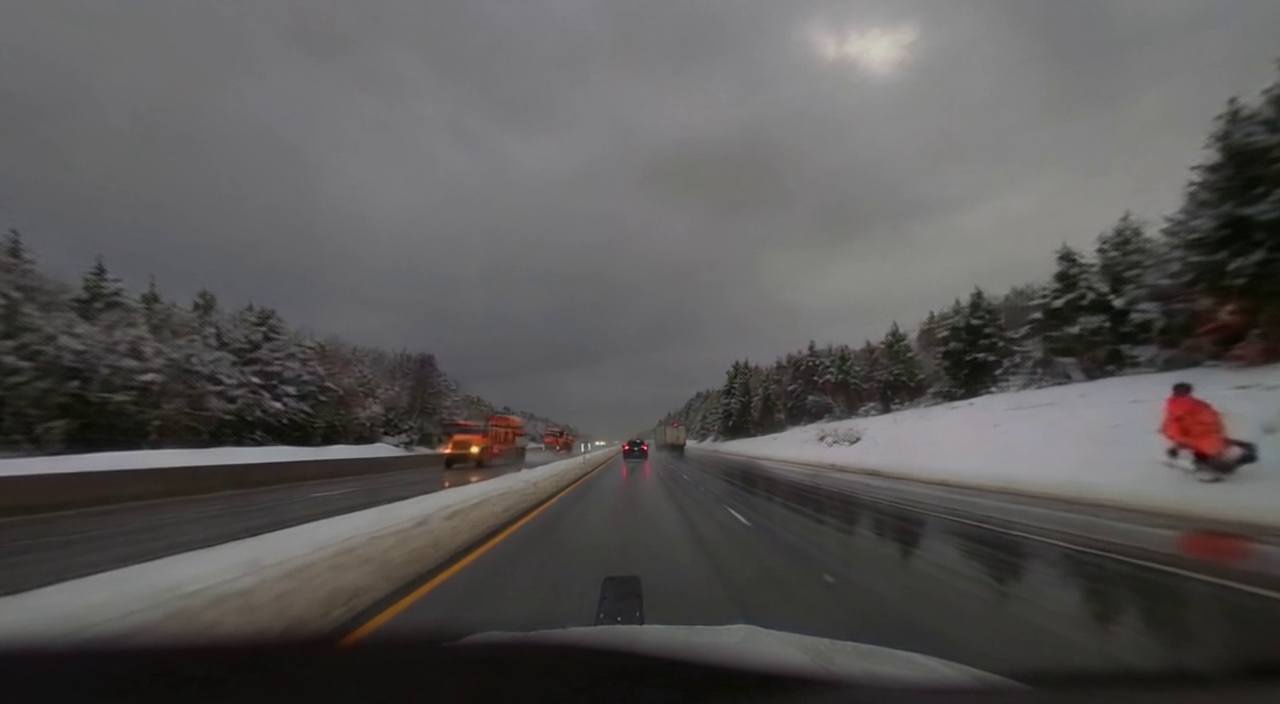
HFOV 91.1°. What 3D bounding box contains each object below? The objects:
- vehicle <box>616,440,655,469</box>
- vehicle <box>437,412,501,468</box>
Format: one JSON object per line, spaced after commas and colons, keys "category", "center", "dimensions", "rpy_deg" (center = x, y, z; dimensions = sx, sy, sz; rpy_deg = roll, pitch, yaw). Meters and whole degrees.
{"category": "vehicle", "center": [-0.248, 5.579, 34.495], "dimensions": [2.004, 1.472, 4.075], "rpy_deg": [0, -8, 0]}
{"category": "vehicle", "center": [-13.014, 6.765, 48.414], "dimensions": [3.010, 3.976, 6.420], "rpy_deg": [-1, -8, 1]}
